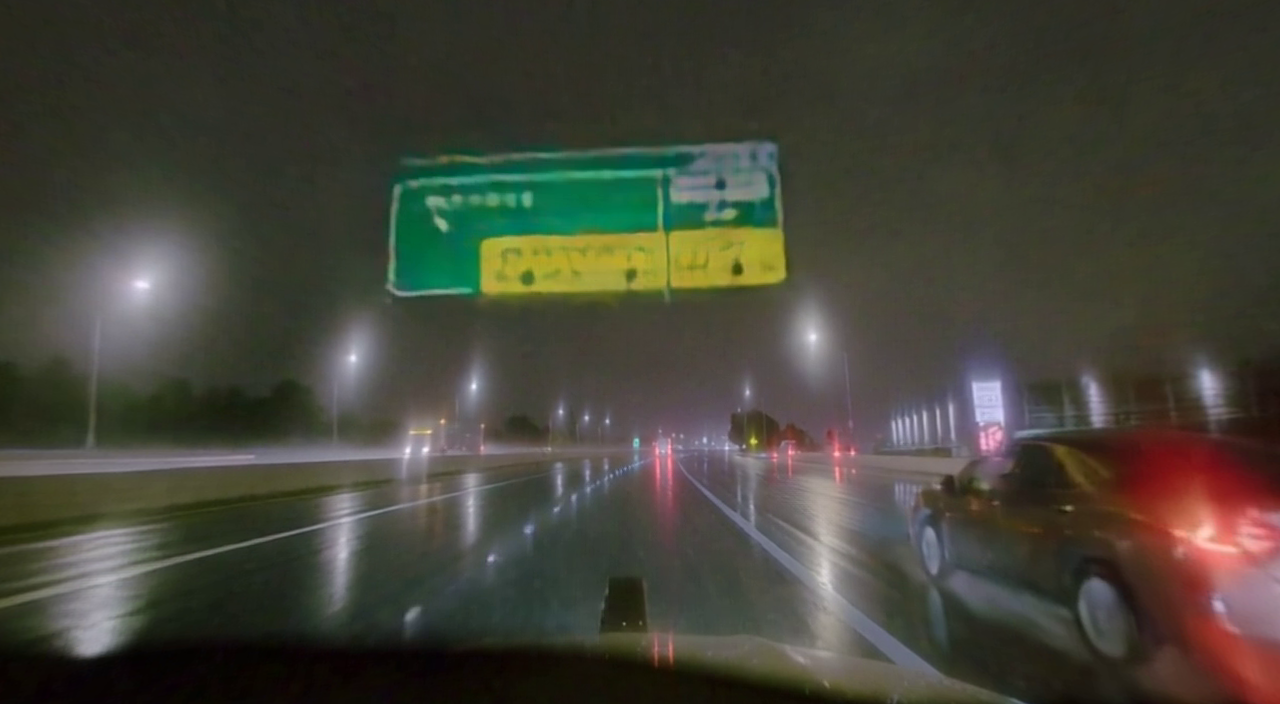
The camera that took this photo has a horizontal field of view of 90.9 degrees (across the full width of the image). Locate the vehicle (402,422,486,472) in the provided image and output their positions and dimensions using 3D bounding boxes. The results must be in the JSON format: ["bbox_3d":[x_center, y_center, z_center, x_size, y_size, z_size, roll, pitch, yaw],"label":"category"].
[{"bbox_3d":[-13.173,6.576,43.312,2.843,2.970,8.404,-3,-9,2],"label":"vehicle"}]

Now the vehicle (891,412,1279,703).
[{"bbox_3d":[3.734,1.277,4.492,1.999,1.492,4.673,0,-8,0],"label":"vehicle"}]
